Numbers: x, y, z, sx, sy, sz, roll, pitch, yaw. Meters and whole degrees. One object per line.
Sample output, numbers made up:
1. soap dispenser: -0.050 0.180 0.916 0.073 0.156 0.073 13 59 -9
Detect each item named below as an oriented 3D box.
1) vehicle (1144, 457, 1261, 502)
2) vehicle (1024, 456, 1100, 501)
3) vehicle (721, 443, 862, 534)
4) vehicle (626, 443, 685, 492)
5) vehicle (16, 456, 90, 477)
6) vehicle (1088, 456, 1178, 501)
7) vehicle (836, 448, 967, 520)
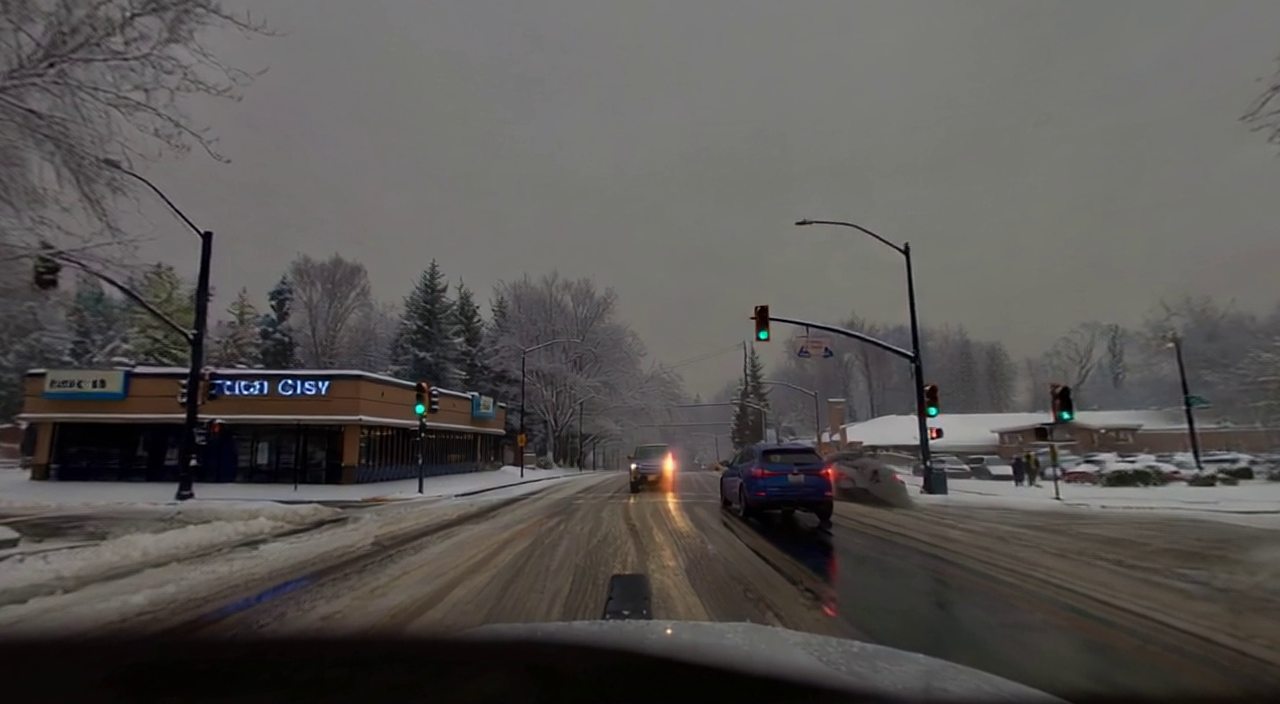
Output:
1. vehicle: 21.500 4.834 24.330 2.066 1.488 4.158 -4 -9 24
2. vehicle: 16.826 4.997 25.314 1.875 1.543 3.853 -4 -9 25
3. vehicle: 3.229 2.988 14.583 2.048 1.725 4.754 0 -8 0
4. vehicle: 0.635 5.099 28.256 2.390 1.948 5.344 0 -8 0
5. vehicle: -41.639 8.108 44.772 3.391 1.379 1.562 4 -9 -26
6. vehicle: 19.212 4.888 24.738 1.791 1.520 3.649 -4 -9 23
7. vehicle: 6.855 3.446 17.034 1.792 1.682 4.089 0 -8 1
